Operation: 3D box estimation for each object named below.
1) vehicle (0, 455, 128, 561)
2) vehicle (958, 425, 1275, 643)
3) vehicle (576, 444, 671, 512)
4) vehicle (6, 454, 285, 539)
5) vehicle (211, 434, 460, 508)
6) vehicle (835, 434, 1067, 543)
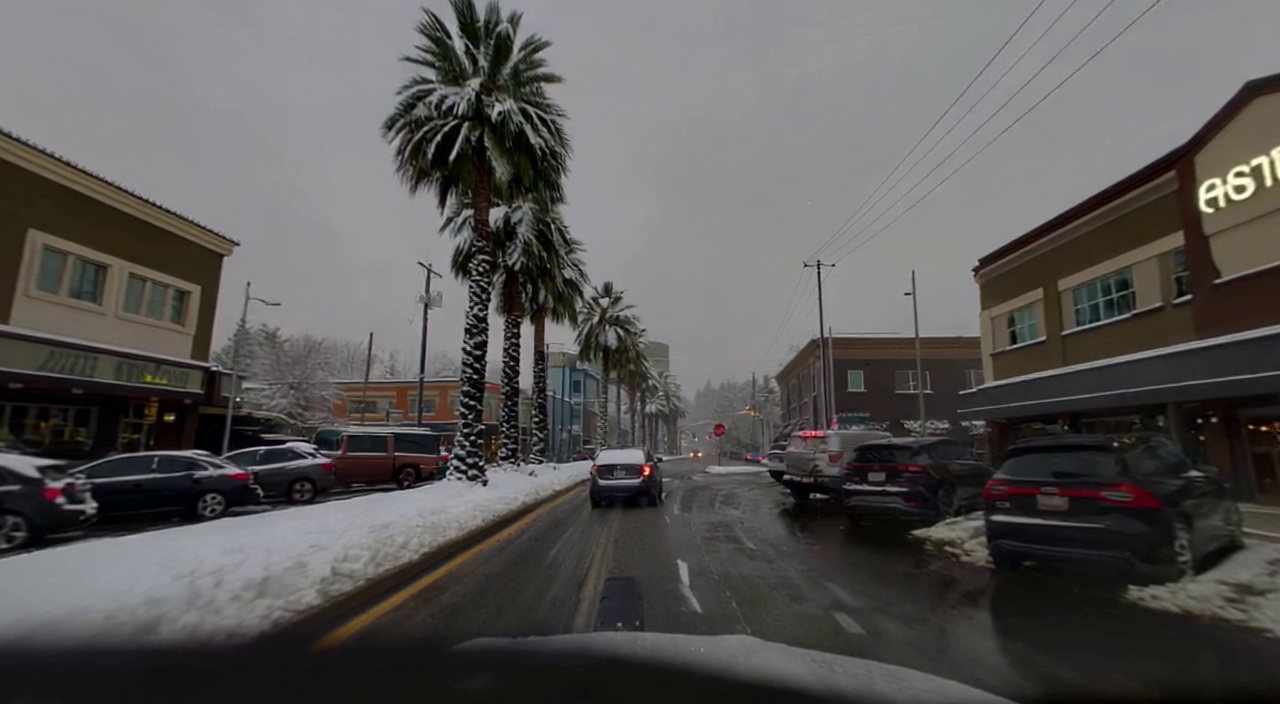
[{"bbox_3d":[-10.449,2.267,9.214,2.093,1.470,4.286,-9,-12,44],"label":"vehicle"},{"bbox_3d":[5.280,1.606,6.704,4.769,1.478,1.836,8,-12,-44],"label":"vehicle"},{"bbox_3d":[-0.282,3.115,16.110,2.031,1.479,3.969,-1,-9,4],"label":"vehicle"},{"bbox_3d":[-10.141,2.915,13.360,4.266,1.458,1.976,7,-11,-37],"label":"vehicle"},{"bbox_3d":[-9.938,3.875,21.219,6.873,2.051,2.823,8,-12,-43],"label":"vehicle"},{"bbox_3d":[5.409,2.211,10.829,4.105,1.509,1.839,7,-11,-37],"label":"vehicle"}]
